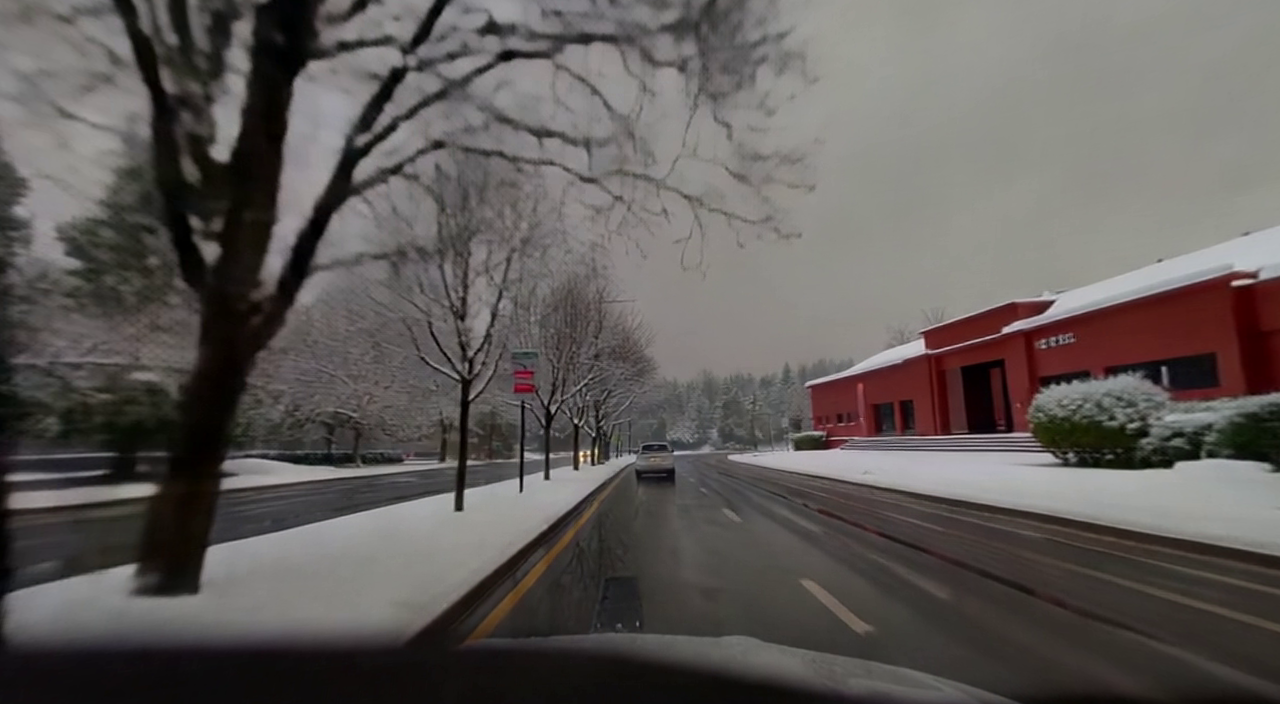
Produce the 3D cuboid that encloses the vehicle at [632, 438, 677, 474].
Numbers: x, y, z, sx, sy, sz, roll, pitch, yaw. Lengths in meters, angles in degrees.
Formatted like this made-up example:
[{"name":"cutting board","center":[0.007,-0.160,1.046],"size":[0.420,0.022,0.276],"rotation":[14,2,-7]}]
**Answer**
[{"name":"vehicle","center":[0.751,5.293,32.481],"size":[2.123,1.703,4.292],"rotation":[0,-8,1]}]
